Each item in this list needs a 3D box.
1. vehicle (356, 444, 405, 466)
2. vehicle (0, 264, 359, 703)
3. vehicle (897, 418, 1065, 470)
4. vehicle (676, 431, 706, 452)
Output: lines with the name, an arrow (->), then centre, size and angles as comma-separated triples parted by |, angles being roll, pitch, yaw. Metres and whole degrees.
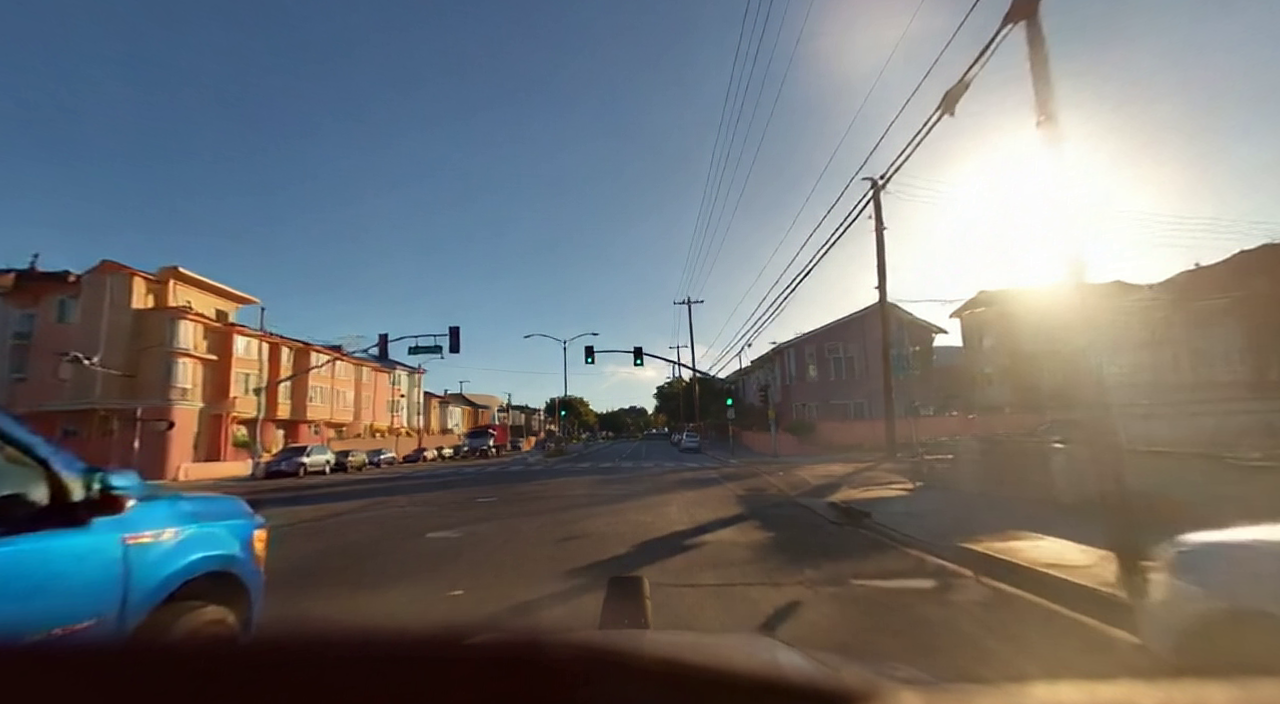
vehicle -> -18.466, 7.330, 44.971 | 1.672, 1.428, 4.062 | -1, -9, 1
vehicle -> -3.028, 0.631, 1.439 | 2.242, 1.890, 5.306 | 0, -9, 1
vehicle -> 12.250, 3.309, 22.926 | 4.816, 1.501, 2.296 | -2, -1, 2
vehicle -> 3.843, 6.810, 47.832 | 1.986, 1.491, 4.500 | 0, -9, 1
